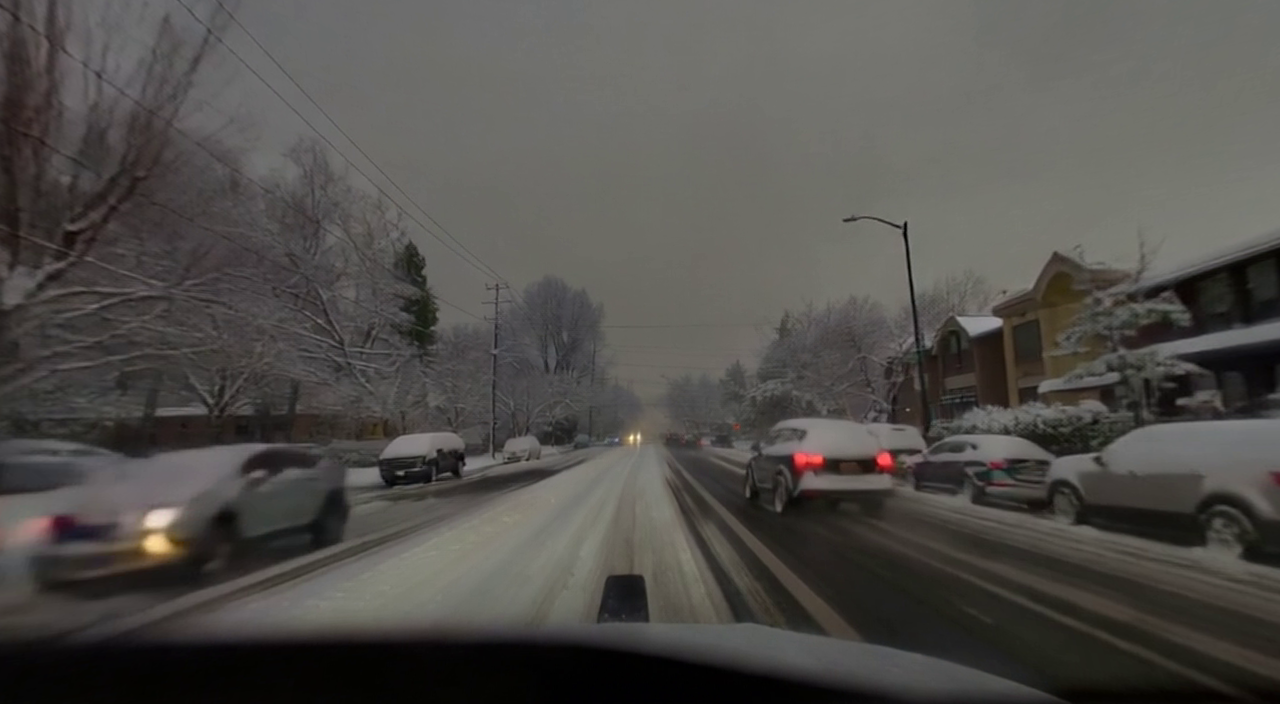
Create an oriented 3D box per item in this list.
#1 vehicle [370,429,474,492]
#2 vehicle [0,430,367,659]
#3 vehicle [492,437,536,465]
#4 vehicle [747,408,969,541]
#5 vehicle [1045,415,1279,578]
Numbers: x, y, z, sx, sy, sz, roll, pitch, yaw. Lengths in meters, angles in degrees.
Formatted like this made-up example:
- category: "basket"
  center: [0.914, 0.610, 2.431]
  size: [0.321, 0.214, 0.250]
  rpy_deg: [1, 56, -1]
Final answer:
- category: "vehicle"
  center: [-8.849, 4.377, 26.193]
  size: [2.419, 2.087, 5.334]
  rpy_deg: [-3, -6, 0]
- category: "vehicle"
  center: [-4.666, 1.609, 6.288]
  size: [2.128, 1.510, 3.898]
  rpy_deg: [-2, -8, 1]
- category: "vehicle"
  center: [-8.814, 6.921, 44.449]
  size: [2.228, 1.825, 4.522]
  rpy_deg: [0, -8, 0]
- category: "vehicle"
  center: [3.242, 1.928, 10.579]
  size: [2.004, 1.704, 4.573]
  rpy_deg: [0, -8, -1]
- category: "vehicle"
  center: [7.947, 1.827, 8.636]
  size: [1.879, 1.765, 4.339]
  rpy_deg: [0, -8, 0]
